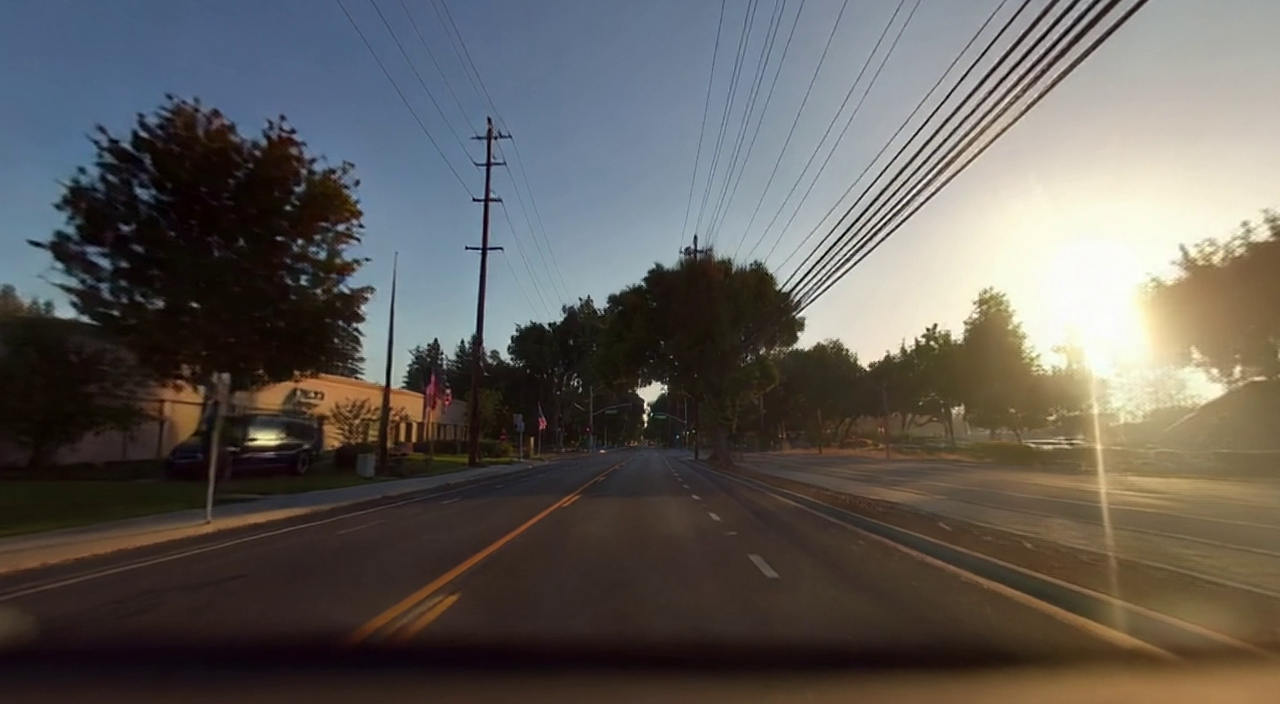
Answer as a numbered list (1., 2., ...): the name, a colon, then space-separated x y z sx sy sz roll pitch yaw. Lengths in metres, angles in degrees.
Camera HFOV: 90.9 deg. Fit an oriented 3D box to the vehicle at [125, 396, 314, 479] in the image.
1. vehicle: -13.053 2.762 20.236 2.476 2.256 5.686 1 -8 -5
